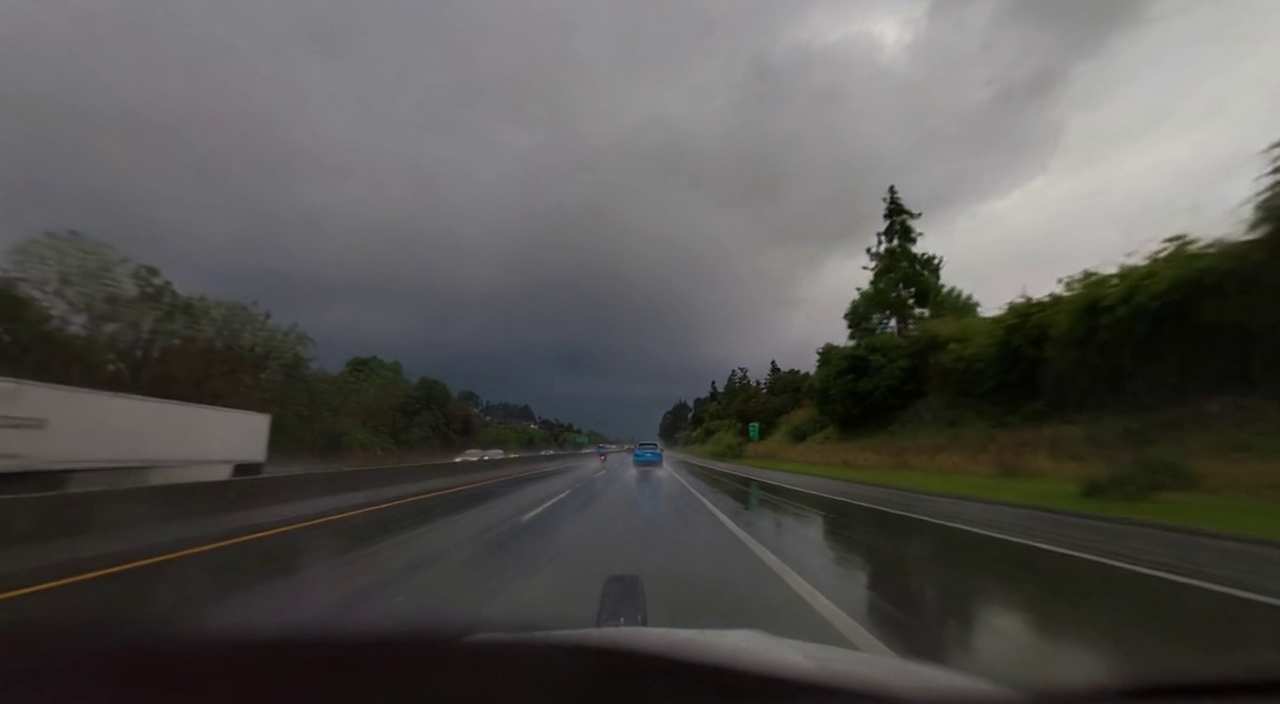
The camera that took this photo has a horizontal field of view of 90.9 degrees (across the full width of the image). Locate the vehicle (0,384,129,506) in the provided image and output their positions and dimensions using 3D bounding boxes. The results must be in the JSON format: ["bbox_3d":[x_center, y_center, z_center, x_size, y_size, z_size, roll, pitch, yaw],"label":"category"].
[{"bbox_3d":[-19.571,2.855,19.204,2.912,3.401,5.791,0,-9,0],"label":"vehicle"}]

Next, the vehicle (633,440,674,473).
[{"bbox_3d":[0.764,6.068,36.704,2.247,1.825,4.036,0,-9,0],"label":"vehicle"}]

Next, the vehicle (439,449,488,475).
[{"bbox_3d":[-11.324,7.105,40.772,1.963,1.488,4.248,-2,-9,0],"label":"vehicle"}]
